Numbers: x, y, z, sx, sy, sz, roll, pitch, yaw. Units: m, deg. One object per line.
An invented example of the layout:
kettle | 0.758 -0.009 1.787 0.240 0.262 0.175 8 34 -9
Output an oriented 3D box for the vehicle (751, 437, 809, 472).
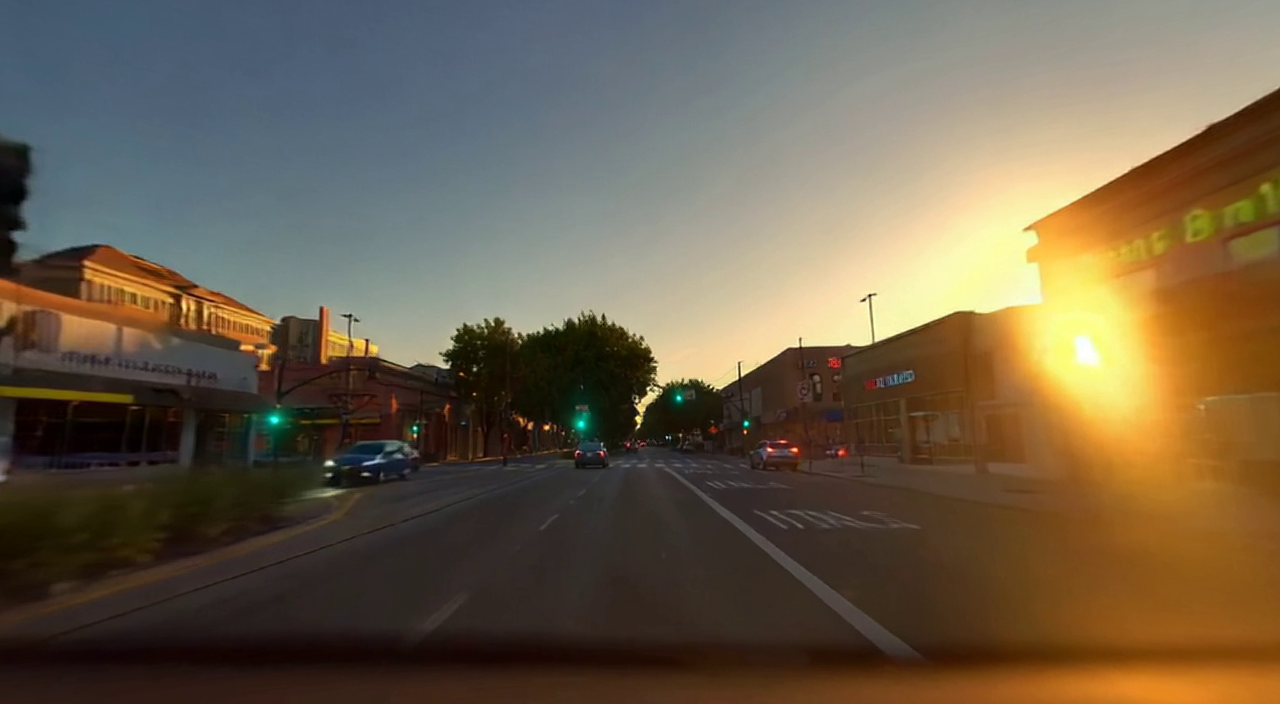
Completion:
vehicle | 7.255 5.343 33.026 1.950 1.686 4.509 0 -8 -1

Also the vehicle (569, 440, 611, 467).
vehicle | -2.834 5.886 36.588 2.078 1.471 4.217 0 -8 0

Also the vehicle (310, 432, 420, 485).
vehicle | -10.318 4.022 24.061 2.155 1.830 4.564 0 -8 -1
